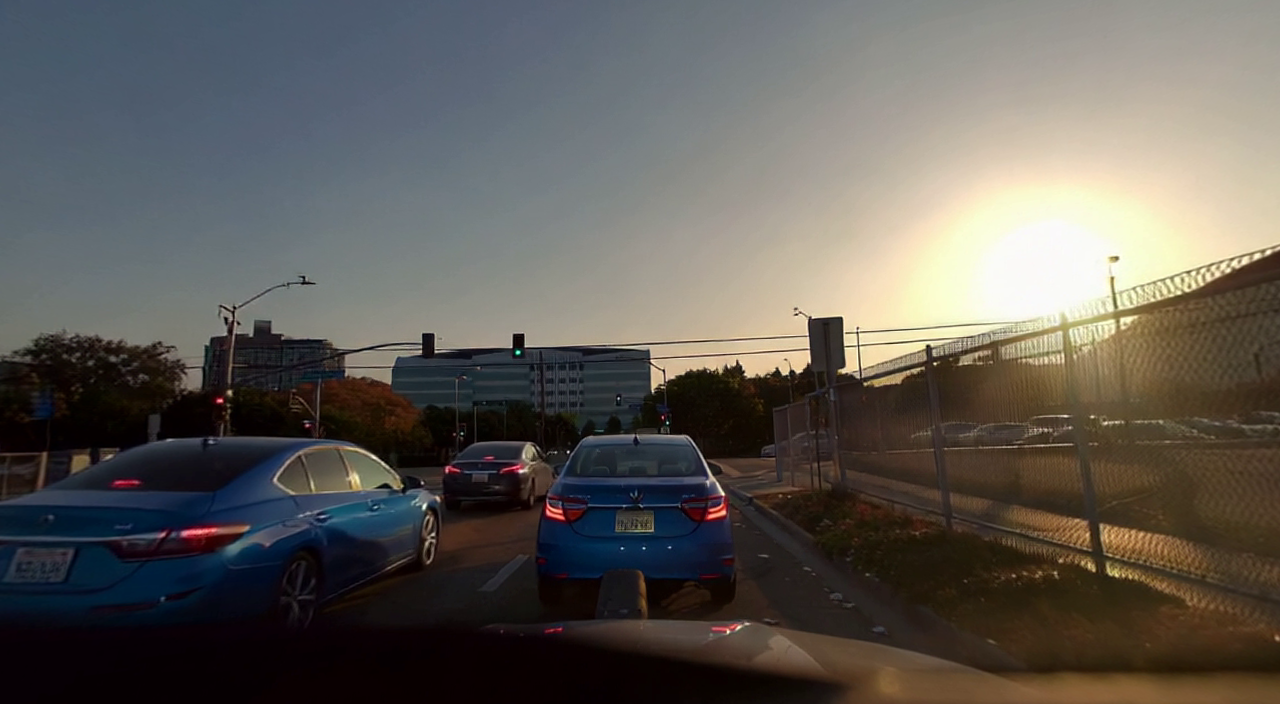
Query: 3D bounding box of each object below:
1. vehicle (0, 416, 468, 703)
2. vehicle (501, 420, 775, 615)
[{"bbox_3d":[-3.197,1.422,5.522,1.971,1.488,4.581,0,-9,1],"label":"vehicle"},{"bbox_3d":[-0.014,1.605,7.025,2.144,1.514,4.063,0,-9,0],"label":"vehicle"}]
